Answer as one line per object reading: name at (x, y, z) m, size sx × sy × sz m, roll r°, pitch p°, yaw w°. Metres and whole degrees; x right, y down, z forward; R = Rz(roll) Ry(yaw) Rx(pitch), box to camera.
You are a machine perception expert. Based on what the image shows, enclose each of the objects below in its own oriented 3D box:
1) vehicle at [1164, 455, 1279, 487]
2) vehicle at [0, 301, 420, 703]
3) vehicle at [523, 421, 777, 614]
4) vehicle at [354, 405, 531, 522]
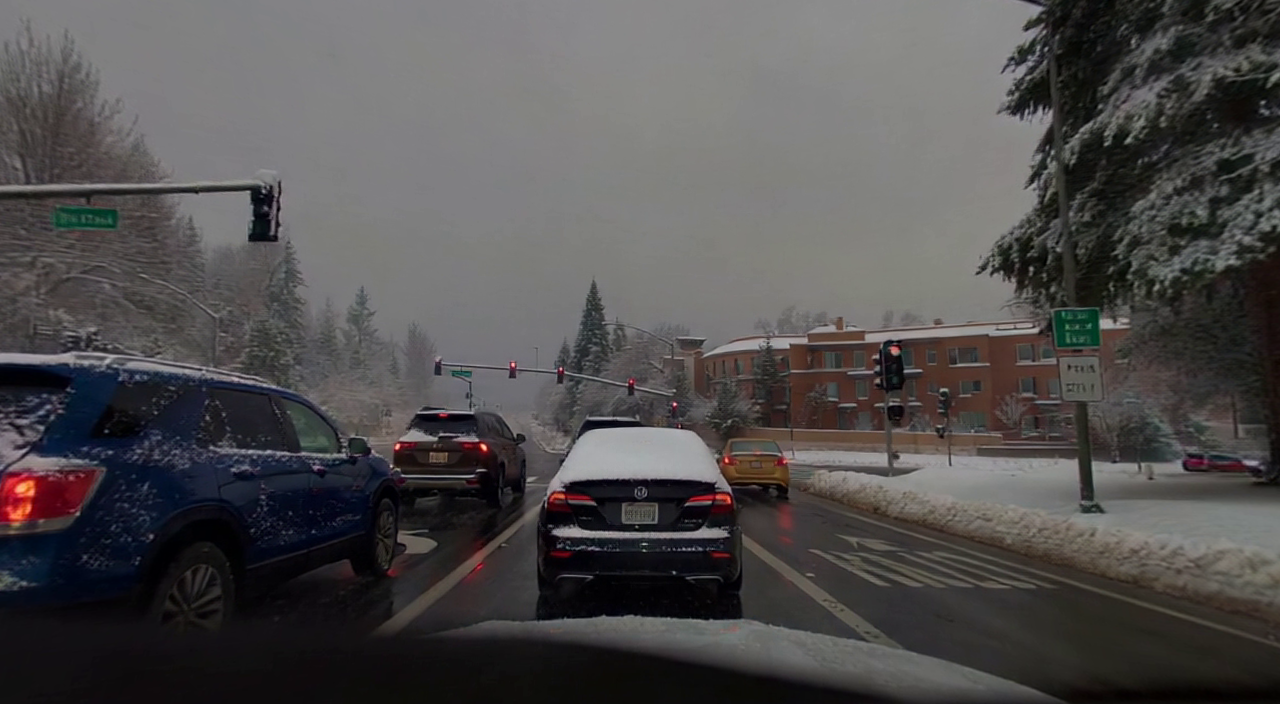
vehicle at (36.509, 7.446, 39.712) m, size 4.874 × 1.854 × 2.230 m, roll -1°, pitch -8°, yaw 4°
vehicle at (-3.139, 1.009, 4.135) m, size 1.924 × 1.737 × 4.387 m, roll 0°, pitch -8°, yaw -2°
vehicle at (-0.060, 1.623, 7.246) m, size 2.001 × 1.483 × 4.442 m, roll 0°, pitch -8°, yaw -4°
vehicle at (-3.870, 2.319, 13.700) m, size 2.305 × 1.984 × 5.586 m, roll 0°, pitch -8°, yaw -3°
